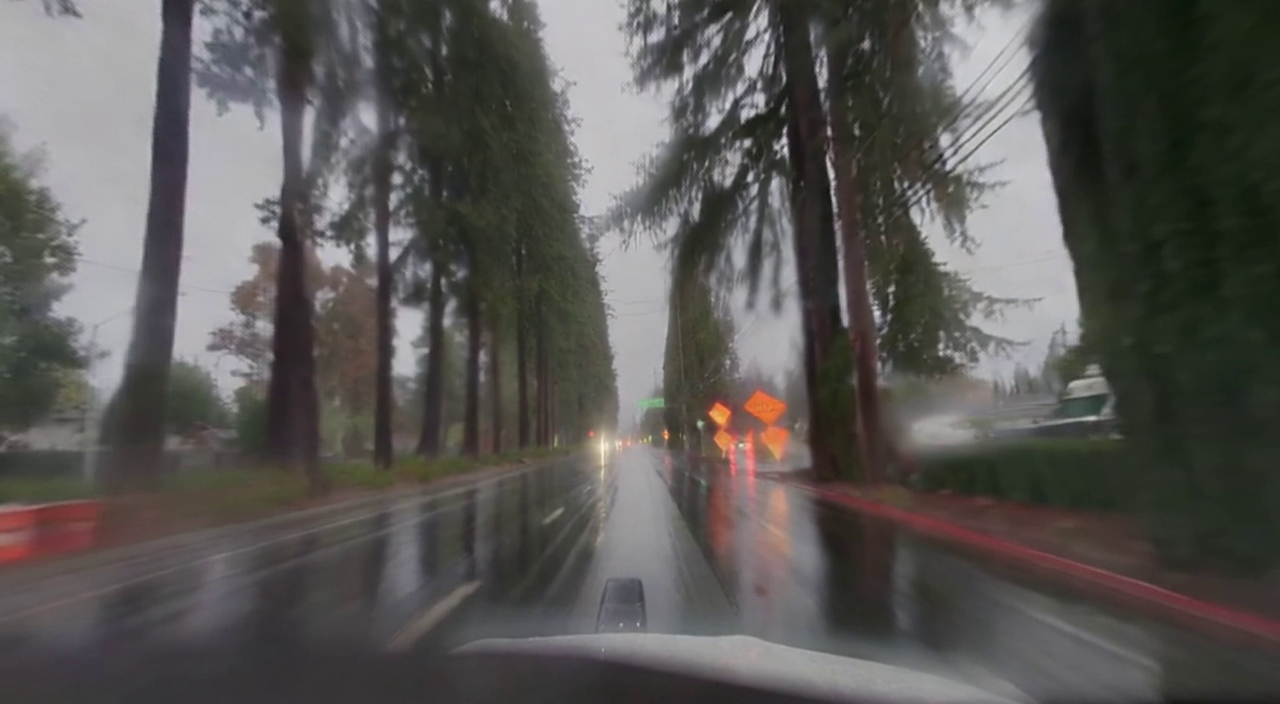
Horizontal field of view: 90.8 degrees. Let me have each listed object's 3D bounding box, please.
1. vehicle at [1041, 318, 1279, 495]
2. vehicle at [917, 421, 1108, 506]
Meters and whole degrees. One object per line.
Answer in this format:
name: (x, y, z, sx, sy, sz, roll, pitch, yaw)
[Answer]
vehicle: (14.741, 1.569, 16.172, 2.889, 3.610, 9.347, -1, -8, 1)
vehicle: (8.417, 2.514, 14.805, 1.891, 1.548, 4.121, -5, -8, 0)
